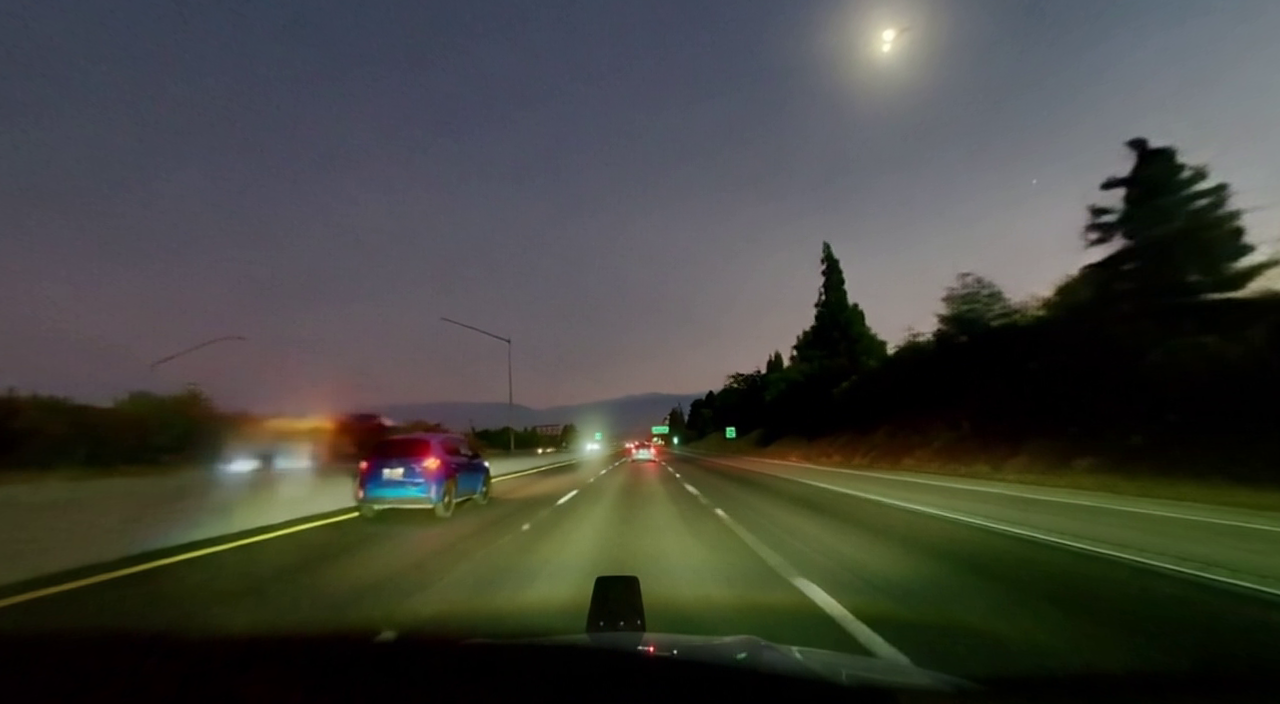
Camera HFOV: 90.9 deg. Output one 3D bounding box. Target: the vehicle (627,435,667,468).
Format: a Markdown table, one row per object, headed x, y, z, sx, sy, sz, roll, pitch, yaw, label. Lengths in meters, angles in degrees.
| x | y | z | sx | sy | sz | roll | pitch | yaw | label |
| --- | --- | --- | --- | --- | --- | --- | --- | --- | --- |
| 0.402 | 5.912 | 37.422 | 2.247 | 1.825 | 4.036 | -1 | -9 | 0 | vehicle |

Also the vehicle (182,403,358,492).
| x | y | z | sx | sy | sz | roll | pitch | yaw | label |
| --- | --- | --- | --- | --- | --- | --- | --- | --- | --- |
| -11.917 | 3.173 | 21.007 | 2.274 | 2.524 | 5.782 | -1 | -9 | 0 | vehicle |
